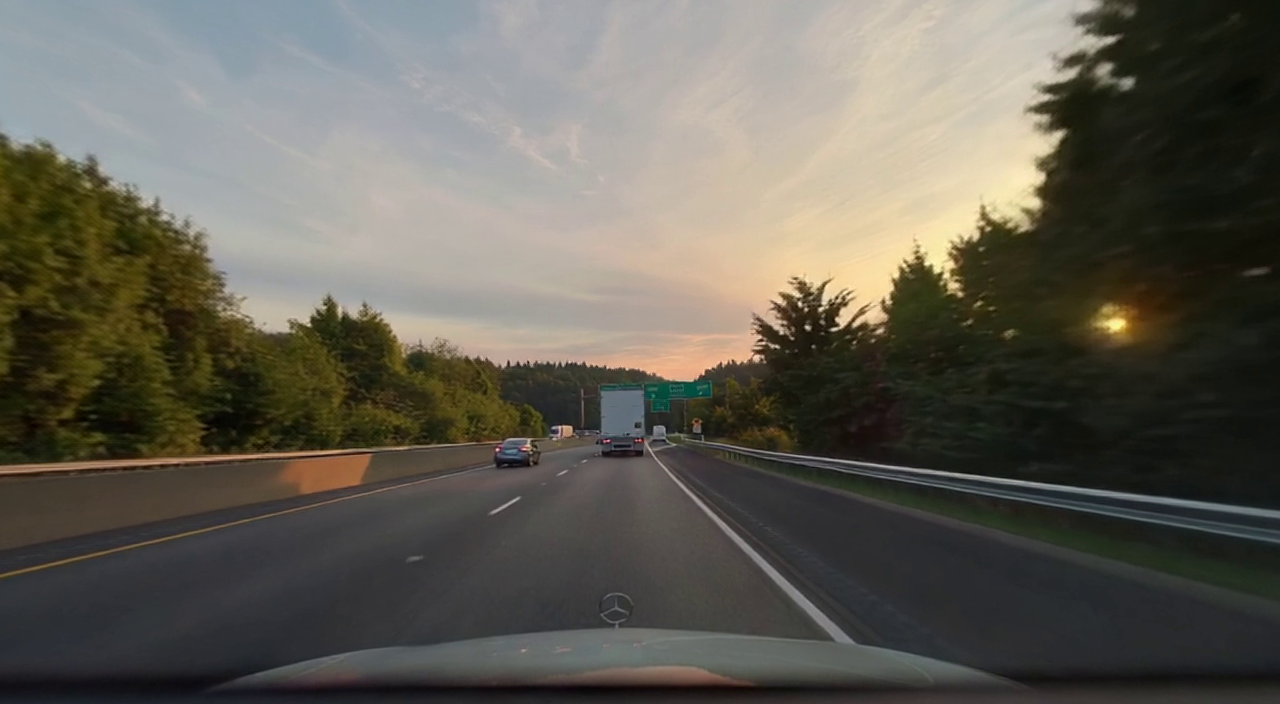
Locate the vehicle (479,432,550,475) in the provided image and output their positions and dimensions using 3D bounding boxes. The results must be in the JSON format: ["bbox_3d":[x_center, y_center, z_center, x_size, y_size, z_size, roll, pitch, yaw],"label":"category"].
[{"bbox_3d":[-4.742,3.873,24.375,1.931,1.479,4.083,0,-8,-1],"label":"vehicle"}]

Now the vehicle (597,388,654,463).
[{"bbox_3d":[-0.851,4.228,35.734,2.855,3.741,8.587,0,-8,-2],"label":"vehicle"}]
